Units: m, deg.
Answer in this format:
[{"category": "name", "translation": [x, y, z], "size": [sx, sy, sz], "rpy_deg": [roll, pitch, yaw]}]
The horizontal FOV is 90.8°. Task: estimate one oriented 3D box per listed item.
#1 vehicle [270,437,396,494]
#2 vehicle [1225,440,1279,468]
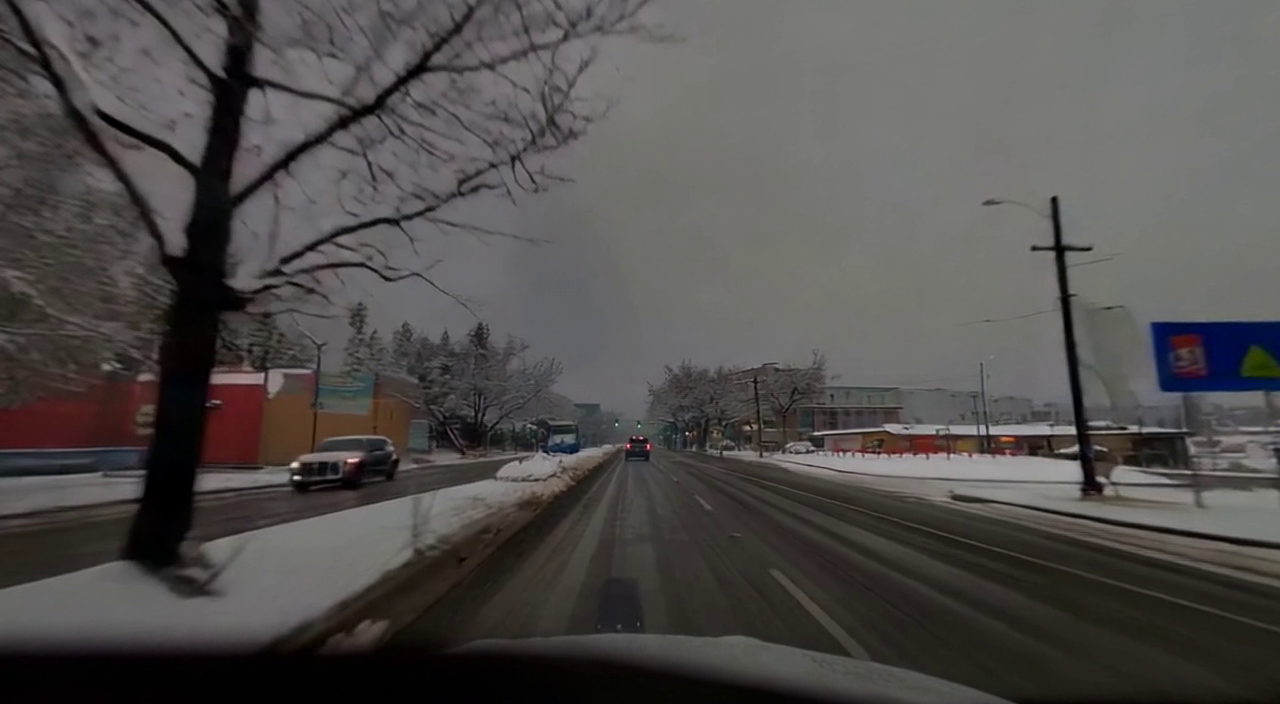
[{"category": "vehicle", "translation": [-10.968, 4.077, 23.099], "size": [2.112, 1.809, 4.921], "rpy_deg": [0, -9, 0]}, {"category": "vehicle", "translation": [38.412, 6.264, 38.945], "size": [1.825, 1.627, 4.293], "rpy_deg": [-3, -9, 20]}]
